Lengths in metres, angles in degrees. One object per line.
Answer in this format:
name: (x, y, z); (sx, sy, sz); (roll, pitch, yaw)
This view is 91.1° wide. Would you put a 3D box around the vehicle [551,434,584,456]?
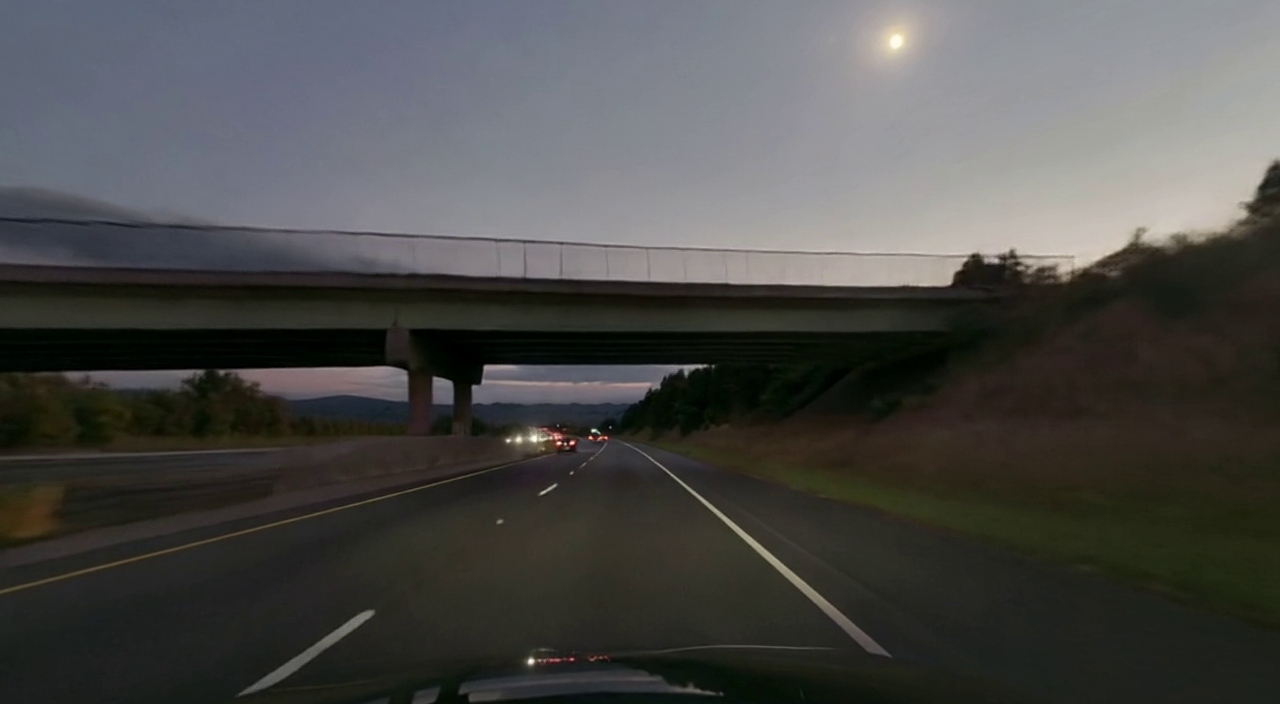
vehicle: (-5.133, 6.618, 44.863); (2.005, 1.509, 4.260); (0, -8, -2)
